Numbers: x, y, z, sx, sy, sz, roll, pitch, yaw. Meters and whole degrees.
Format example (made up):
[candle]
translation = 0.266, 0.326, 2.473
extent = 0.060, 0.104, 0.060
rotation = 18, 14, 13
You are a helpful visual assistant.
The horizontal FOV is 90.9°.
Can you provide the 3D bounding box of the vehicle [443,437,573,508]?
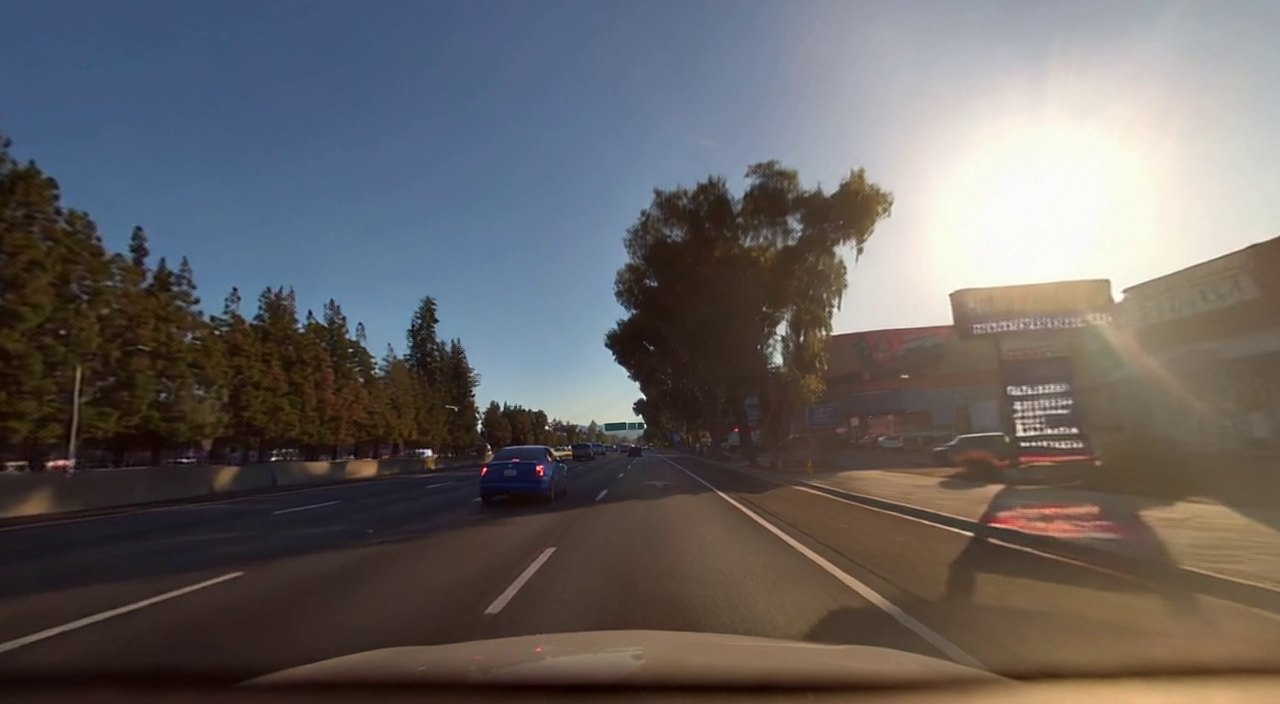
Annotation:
[vehicle]
translation = -3.033, 2.883, 15.553
extent = 2.152, 1.479, 4.394
rotation = 0, -9, 2
